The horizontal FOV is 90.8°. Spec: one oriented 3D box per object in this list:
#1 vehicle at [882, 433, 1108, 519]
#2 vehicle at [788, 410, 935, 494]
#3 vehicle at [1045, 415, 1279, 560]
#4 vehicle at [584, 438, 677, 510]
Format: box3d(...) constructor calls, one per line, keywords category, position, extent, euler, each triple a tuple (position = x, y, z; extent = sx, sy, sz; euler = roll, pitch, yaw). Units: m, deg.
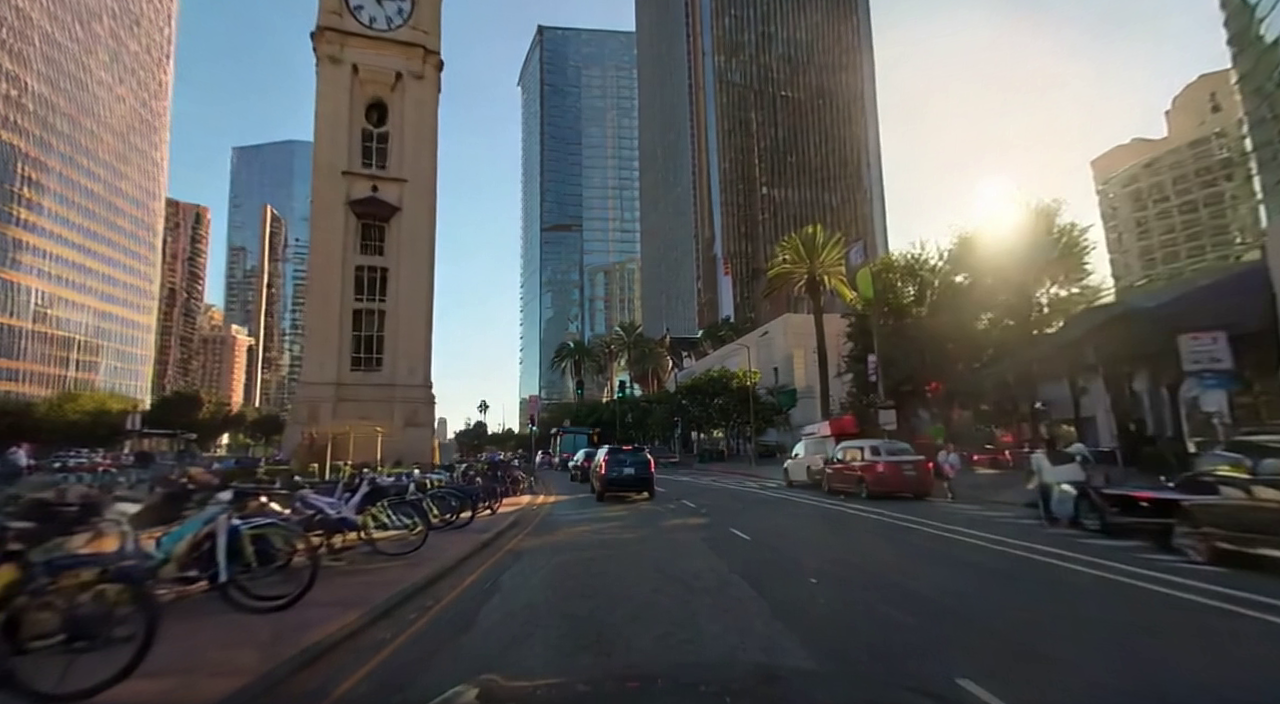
box3d(category="vehicle", position=(7.877, 2.782, 14.786), extent=(1.945, 1.623, 5.013), euler=(1, -9, -6))
box3d(category="vehicle", position=(7.185, 3.368, 21.418), extent=(2.377, 2.429, 5.532), euler=(1, -9, -7))
box3d(category="vehicle", position=(8.345, 1.864, 9.190), extent=(1.860, 1.684, 4.211), euler=(0, -9, -4))
box3d(category="vehicle", position=(-0.383, 3.057, 16.302), extent=(2.111, 1.605, 3.832), euler=(1, -9, -5))
